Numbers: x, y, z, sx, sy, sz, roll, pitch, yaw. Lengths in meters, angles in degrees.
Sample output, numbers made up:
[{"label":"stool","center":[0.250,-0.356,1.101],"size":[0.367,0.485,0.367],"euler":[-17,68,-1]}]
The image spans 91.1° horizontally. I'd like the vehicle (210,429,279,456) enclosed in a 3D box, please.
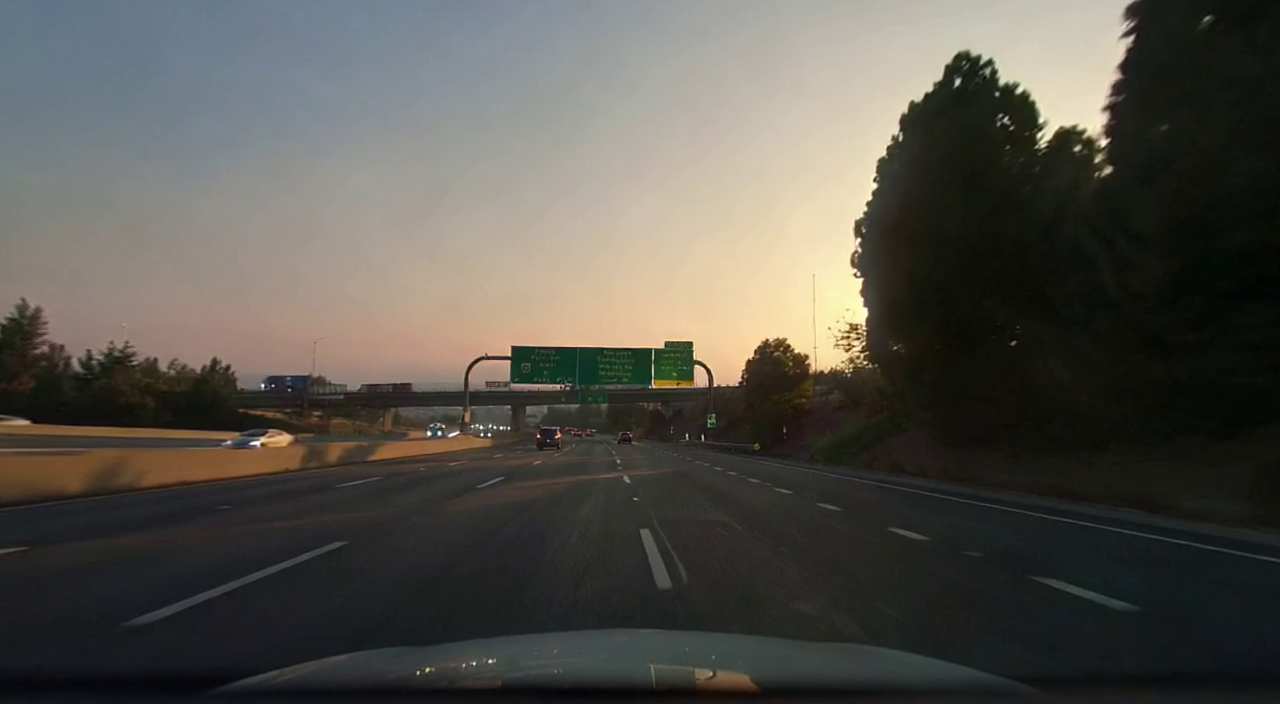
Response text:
[{"label":"vehicle","center":[-24.635,5.658,39.294],"size":[1.904,1.582,3.837],"euler":[0,-8,-2]}]
